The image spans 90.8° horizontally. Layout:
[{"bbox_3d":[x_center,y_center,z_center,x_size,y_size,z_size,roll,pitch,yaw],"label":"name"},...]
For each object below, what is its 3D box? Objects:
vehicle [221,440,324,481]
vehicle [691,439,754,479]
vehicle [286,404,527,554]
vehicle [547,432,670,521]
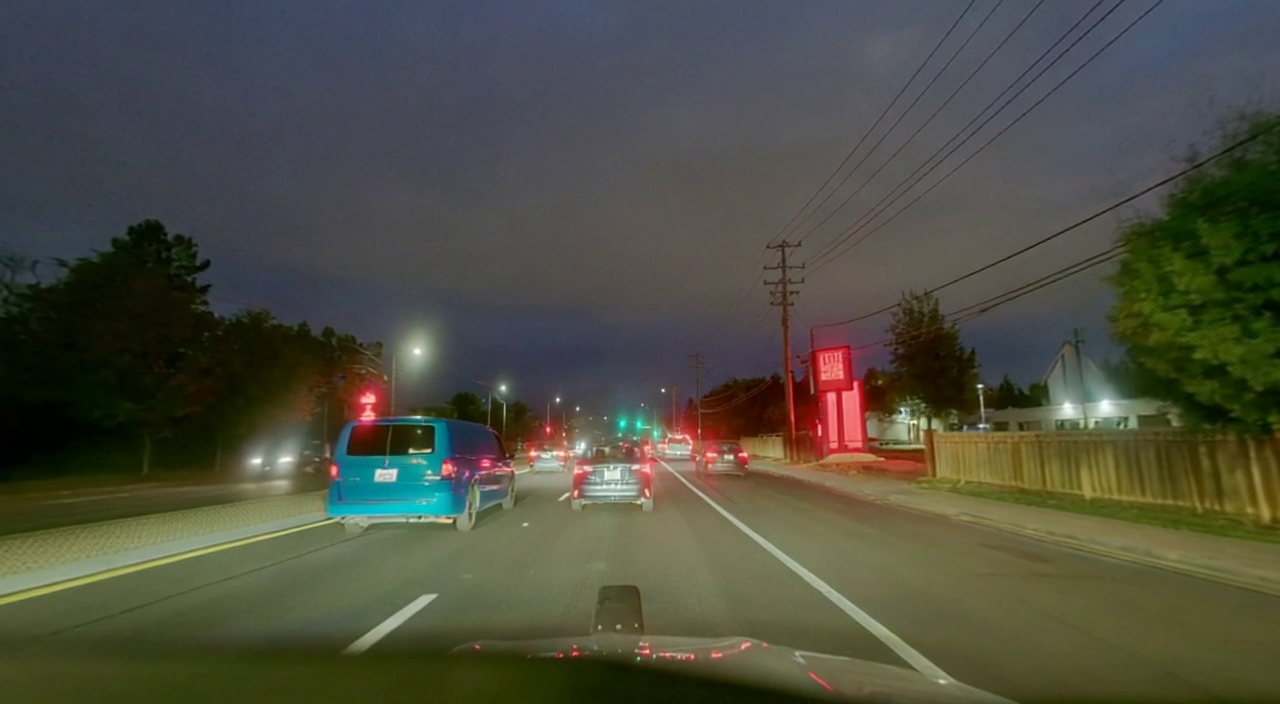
[{"bbox_3d":[-17.208,5.085,29.897,2.029,1.790,4.668,0,-9,0],"label":"vehicle"},{"bbox_3d":[3.249,4.321,25.802,1.878,1.479,4.461,0,-9,-1],"label":"vehicle"},{"bbox_3d":[-3.321,1.925,10.259,2.092,1.839,4.736,0,-9,0],"label":"vehicle"},{"bbox_3d":[-0.547,2.427,12.776,2.097,1.511,3.809,0,-9,0],"label":"vehicle"}]
